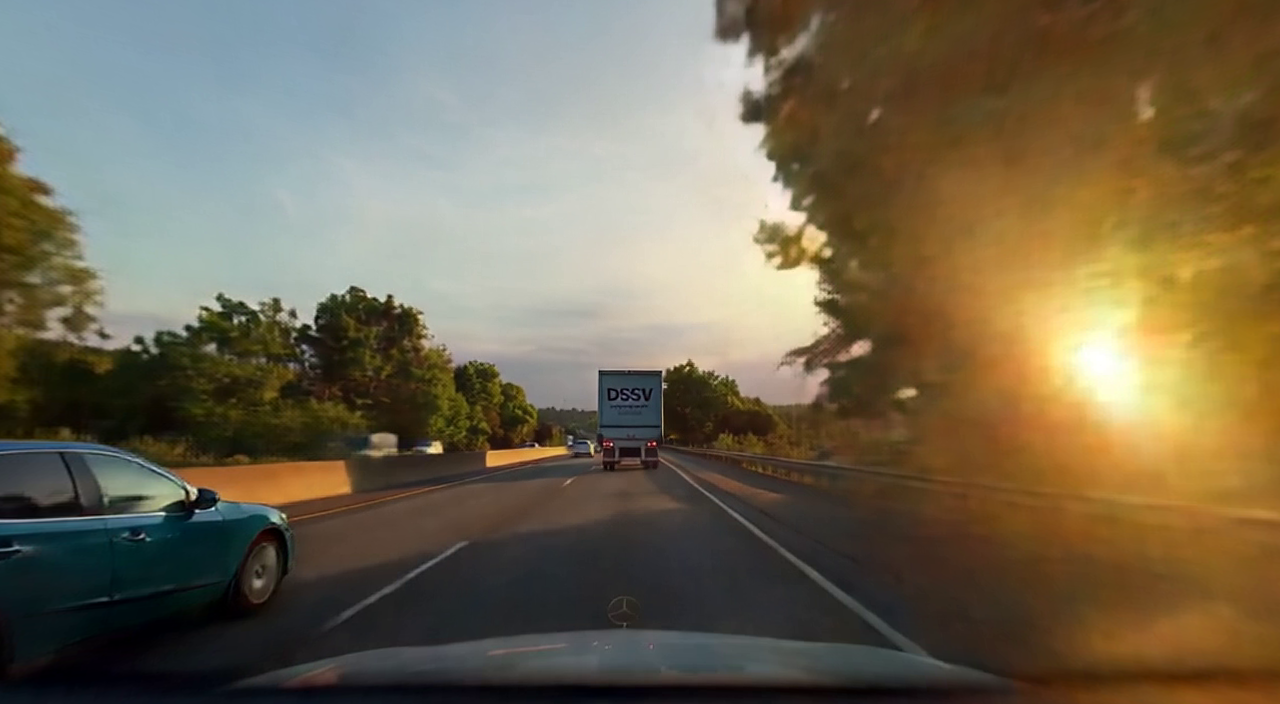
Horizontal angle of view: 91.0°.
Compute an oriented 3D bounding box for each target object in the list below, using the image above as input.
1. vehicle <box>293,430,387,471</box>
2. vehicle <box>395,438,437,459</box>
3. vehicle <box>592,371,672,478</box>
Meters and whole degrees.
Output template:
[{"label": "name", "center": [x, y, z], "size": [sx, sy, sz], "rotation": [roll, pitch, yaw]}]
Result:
[{"label": "vehicle", "center": [-12.610, 4.169, 26.829], "size": [1.891, 1.563, 4.247], "rotation": [0, -8, 0]}, {"label": "vehicle", "center": [-17.236, 7.442, 48.703], "size": [1.748, 1.494, 3.990], "rotation": [0, -8, 0]}, {"label": "vehicle", "center": [-0.394, 3.419, 28.599], "size": [2.969, 3.957, 10.270], "rotation": [0, -8, -1]}]
